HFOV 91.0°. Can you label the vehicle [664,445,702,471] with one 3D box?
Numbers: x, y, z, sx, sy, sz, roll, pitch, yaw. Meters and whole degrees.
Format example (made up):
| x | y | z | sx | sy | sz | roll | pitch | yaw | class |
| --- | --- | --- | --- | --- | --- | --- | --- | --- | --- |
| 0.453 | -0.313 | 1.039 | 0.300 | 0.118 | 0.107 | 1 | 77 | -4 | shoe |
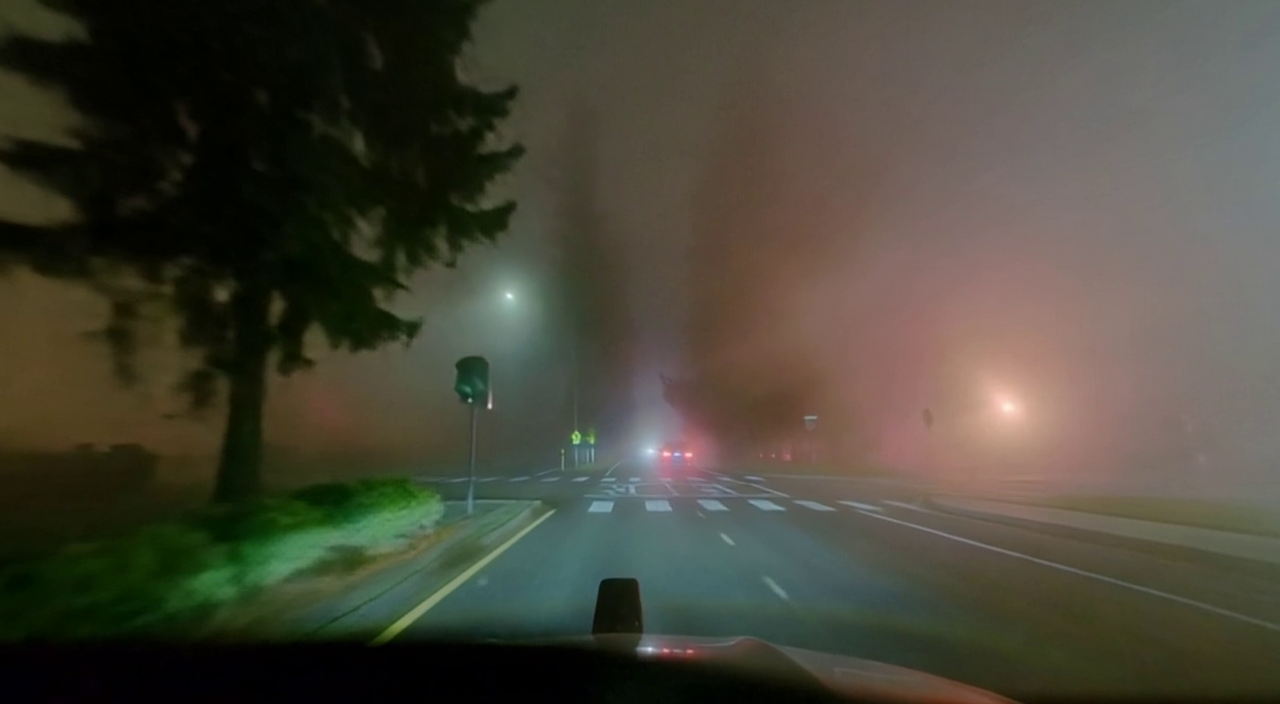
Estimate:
| x | y | z | sx | sy | sz | roll | pitch | yaw | class |
| --- | --- | --- | --- | --- | --- | --- | --- | --- | --- |
| 2.699 | 6.792 | 40.486 | 2.044 | 1.537 | 4.528 | 0 | -9 | -1 | vehicle |
